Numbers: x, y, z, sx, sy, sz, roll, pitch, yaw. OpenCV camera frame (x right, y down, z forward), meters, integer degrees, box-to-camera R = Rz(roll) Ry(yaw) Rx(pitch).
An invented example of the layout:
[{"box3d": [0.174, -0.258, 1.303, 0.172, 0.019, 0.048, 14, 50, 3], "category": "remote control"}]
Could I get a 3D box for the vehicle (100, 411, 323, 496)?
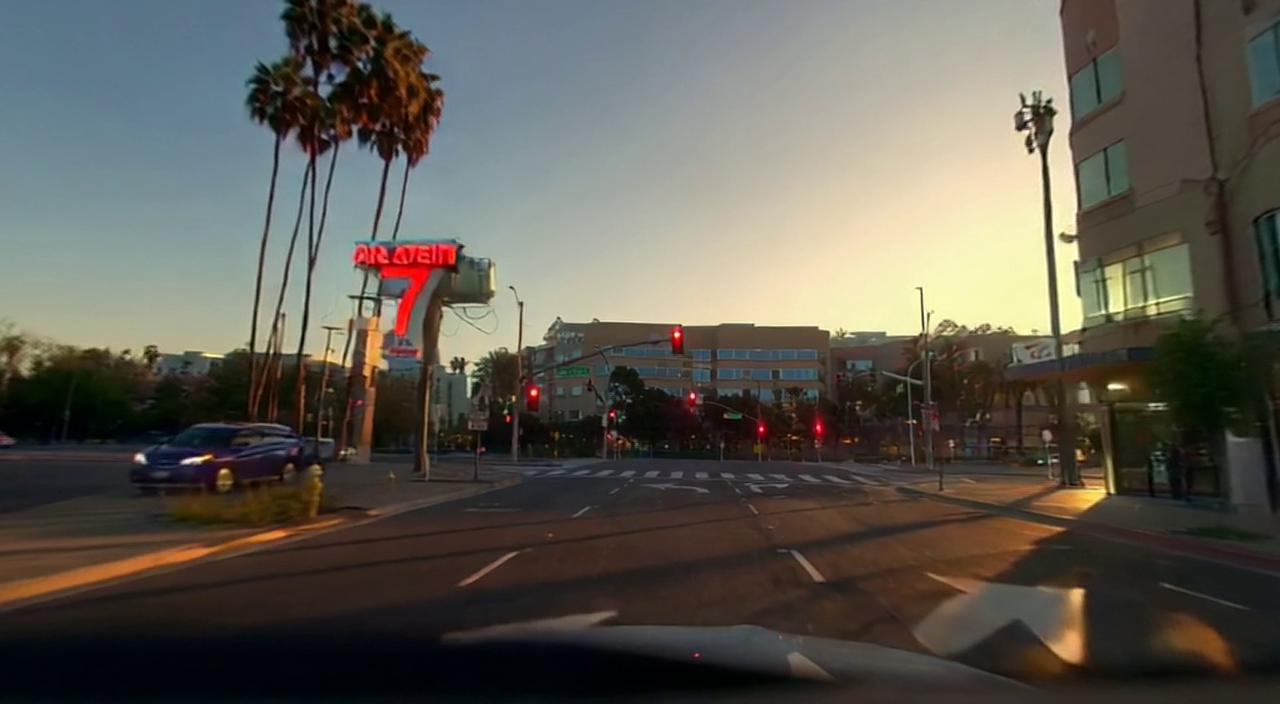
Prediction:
[{"box3d": [-10.441, 2.541, 15.995, 2.109, 1.816, 4.670, -1, -8, 4], "category": "vehicle"}]
